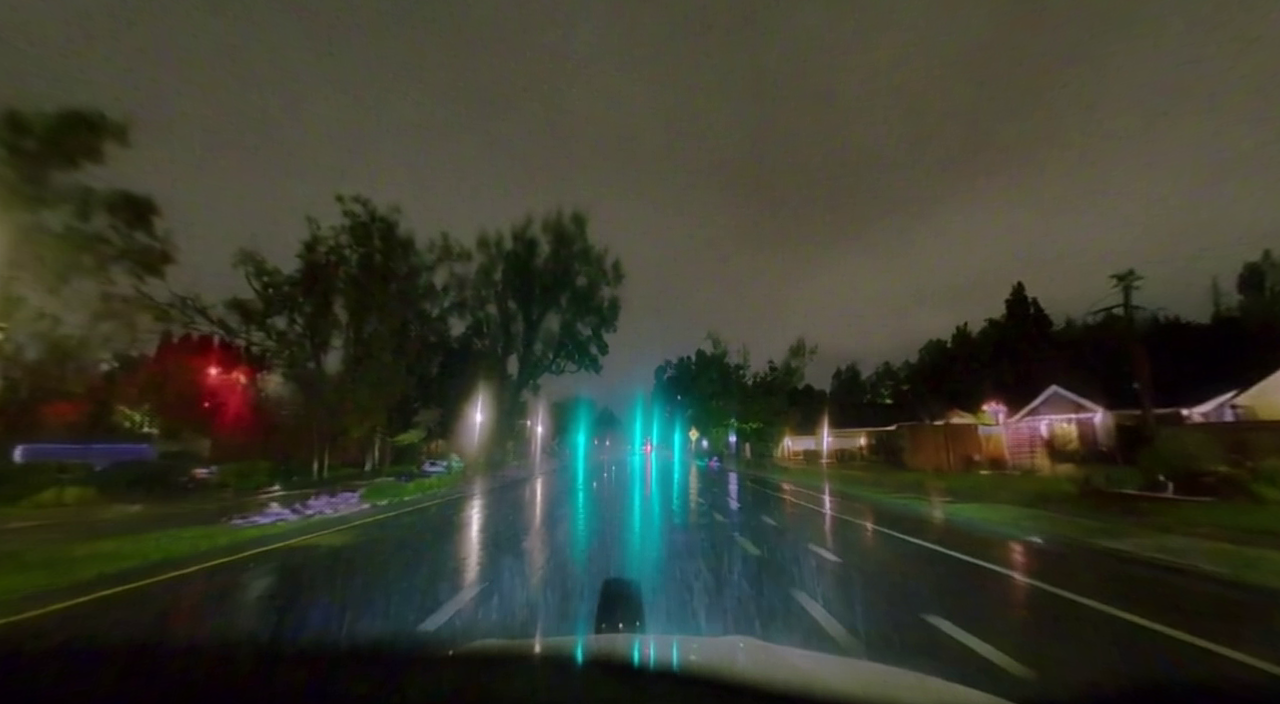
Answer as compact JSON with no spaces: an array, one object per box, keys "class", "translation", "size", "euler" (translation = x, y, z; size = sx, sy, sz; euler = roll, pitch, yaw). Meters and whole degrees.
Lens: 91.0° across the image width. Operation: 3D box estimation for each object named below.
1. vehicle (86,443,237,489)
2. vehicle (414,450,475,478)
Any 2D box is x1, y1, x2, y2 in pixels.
[{"class":"vehicle","translation":[-18.918,4.519,25.061],"size":[4.170,1.704,2.174],"euler":[0,-9,0]},{"class":"vehicle","translation":[-11.852,6.829,38.541],"size":[2.150,1.518,4.785],"euler":[-2,-10,1]}]
